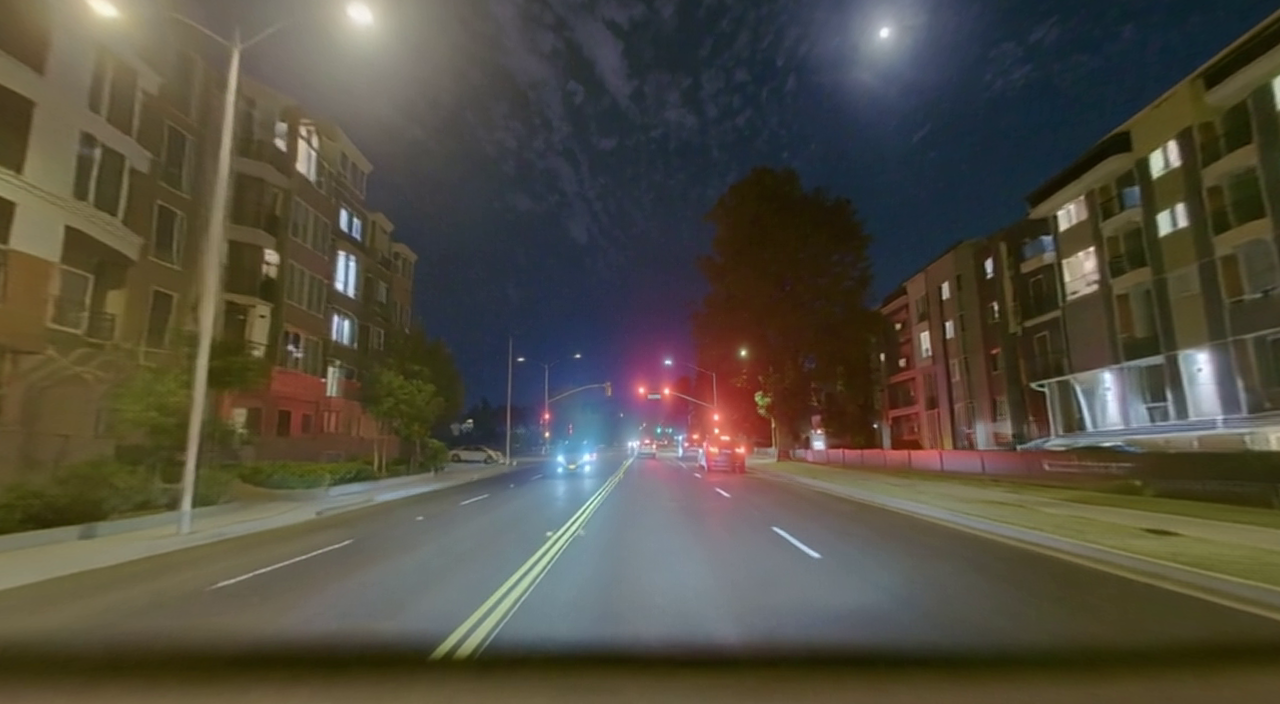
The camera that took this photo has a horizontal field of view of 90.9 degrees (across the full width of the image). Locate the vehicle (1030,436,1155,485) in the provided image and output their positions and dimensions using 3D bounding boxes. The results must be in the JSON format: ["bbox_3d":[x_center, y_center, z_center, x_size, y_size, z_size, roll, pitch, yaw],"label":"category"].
[{"bbox_3d":[17.928,4.293,25.212,1.831,1.778,3.787,1,-9,-8],"label":"vehicle"}]

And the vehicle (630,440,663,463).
[{"bbox_3d":[0.364,6.614,42.170,2.097,1.463,4.043,0,-8,-1],"label":"vehicle"}]

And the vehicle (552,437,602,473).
[{"bbox_3d":[-2.998,5.001,30.877,1.954,1.618,4.050,0,-8,1],"label":"vehicle"}]

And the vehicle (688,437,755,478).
[{"bbox_3d":[3.205,4.263,25.836,2.078,1.488,4.741,0,-8,-1],"label":"vehicle"}]
